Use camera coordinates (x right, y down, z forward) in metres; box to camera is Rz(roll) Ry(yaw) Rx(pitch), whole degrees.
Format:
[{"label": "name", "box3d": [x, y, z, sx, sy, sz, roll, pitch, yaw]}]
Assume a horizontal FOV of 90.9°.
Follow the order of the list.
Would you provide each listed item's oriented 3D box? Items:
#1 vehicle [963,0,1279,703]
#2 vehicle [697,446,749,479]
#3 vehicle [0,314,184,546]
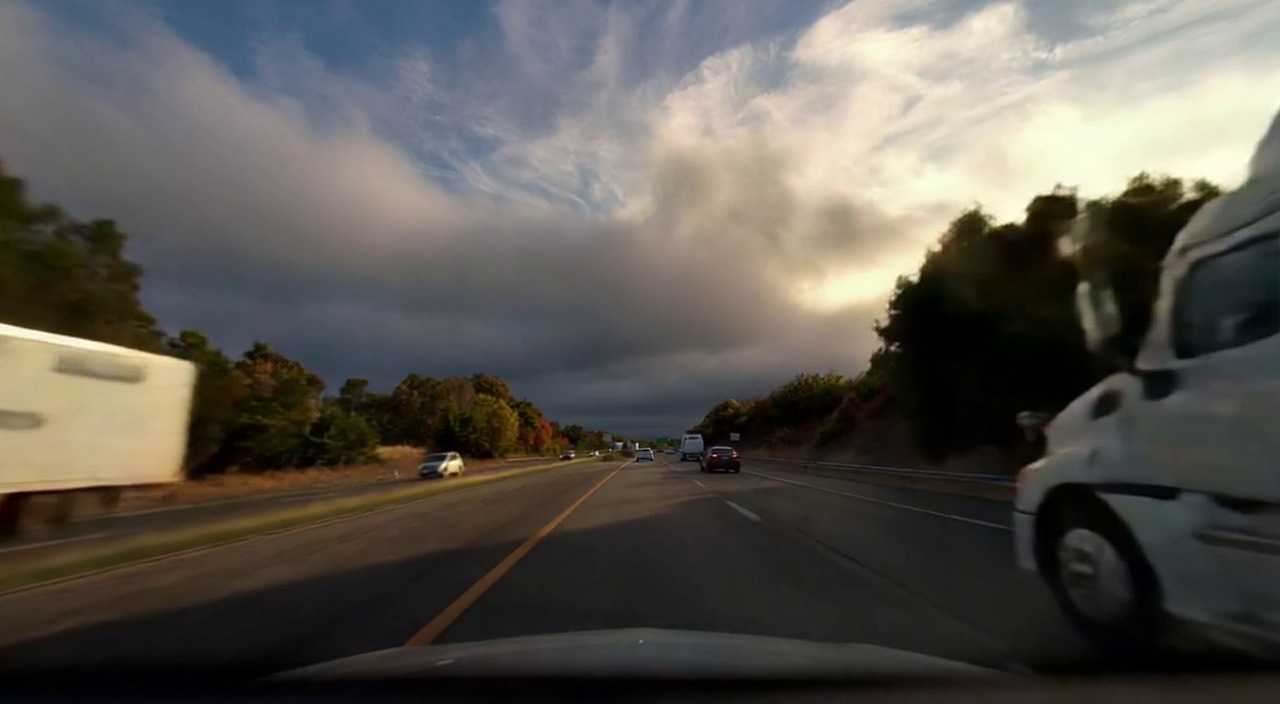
[{"label": "vehicle", "box3d": [4.521, -0.243, 2.552, 3.017, 3.908, 5.973, 0, -9, -1]}, {"label": "vehicle", "box3d": [4.139, 5.557, 32.012, 2.043, 1.542, 3.881, 0, -9, -1]}, {"label": "vehicle", "box3d": [-13.003, 1.015, 8.833, 2.898, 4.144, 13.929, 0, -9, -1]}]
